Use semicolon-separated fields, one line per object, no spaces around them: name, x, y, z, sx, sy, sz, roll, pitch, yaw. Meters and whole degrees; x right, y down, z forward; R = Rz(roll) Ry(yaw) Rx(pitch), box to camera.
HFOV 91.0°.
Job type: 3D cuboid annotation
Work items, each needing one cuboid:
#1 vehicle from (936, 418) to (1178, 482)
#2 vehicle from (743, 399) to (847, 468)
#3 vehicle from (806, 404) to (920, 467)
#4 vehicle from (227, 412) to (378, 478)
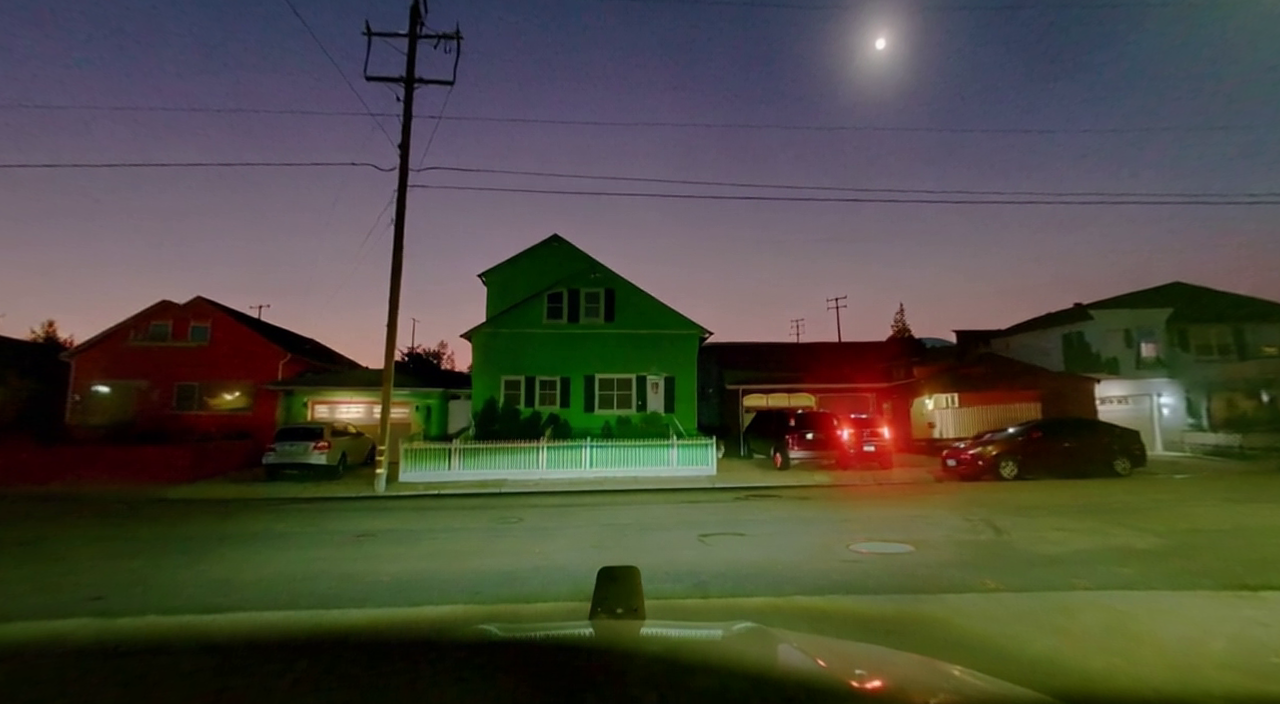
vehicle;10.306;2.468;15.888;4.644;1.482;1.997;0;-9;1
vehicle;4.678;2.535;19.783;2.081;1.891;4.367;0;-7;-1
vehicle;6.862;2.675;19.908;2.053;1.756;4.034;0;-8;-1
vehicle;-10.129;2.878;19.438;2.091;1.760;4.760;0;-9;-1
